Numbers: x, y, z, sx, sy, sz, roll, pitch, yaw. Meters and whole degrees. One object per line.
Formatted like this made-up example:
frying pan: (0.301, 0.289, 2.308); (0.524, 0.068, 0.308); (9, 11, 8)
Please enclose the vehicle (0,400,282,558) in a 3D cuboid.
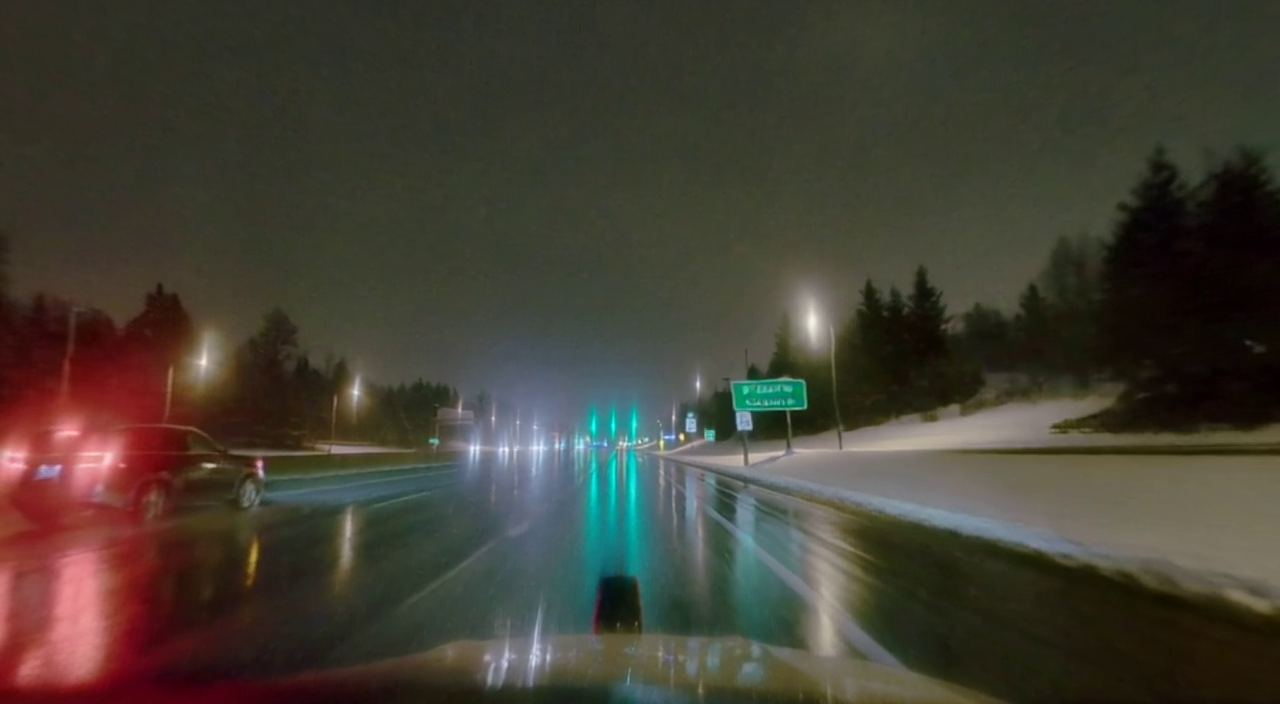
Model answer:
vehicle: (-8.065, 1.814, 9.754); (2.231, 1.807, 4.758); (0, -8, 0)
